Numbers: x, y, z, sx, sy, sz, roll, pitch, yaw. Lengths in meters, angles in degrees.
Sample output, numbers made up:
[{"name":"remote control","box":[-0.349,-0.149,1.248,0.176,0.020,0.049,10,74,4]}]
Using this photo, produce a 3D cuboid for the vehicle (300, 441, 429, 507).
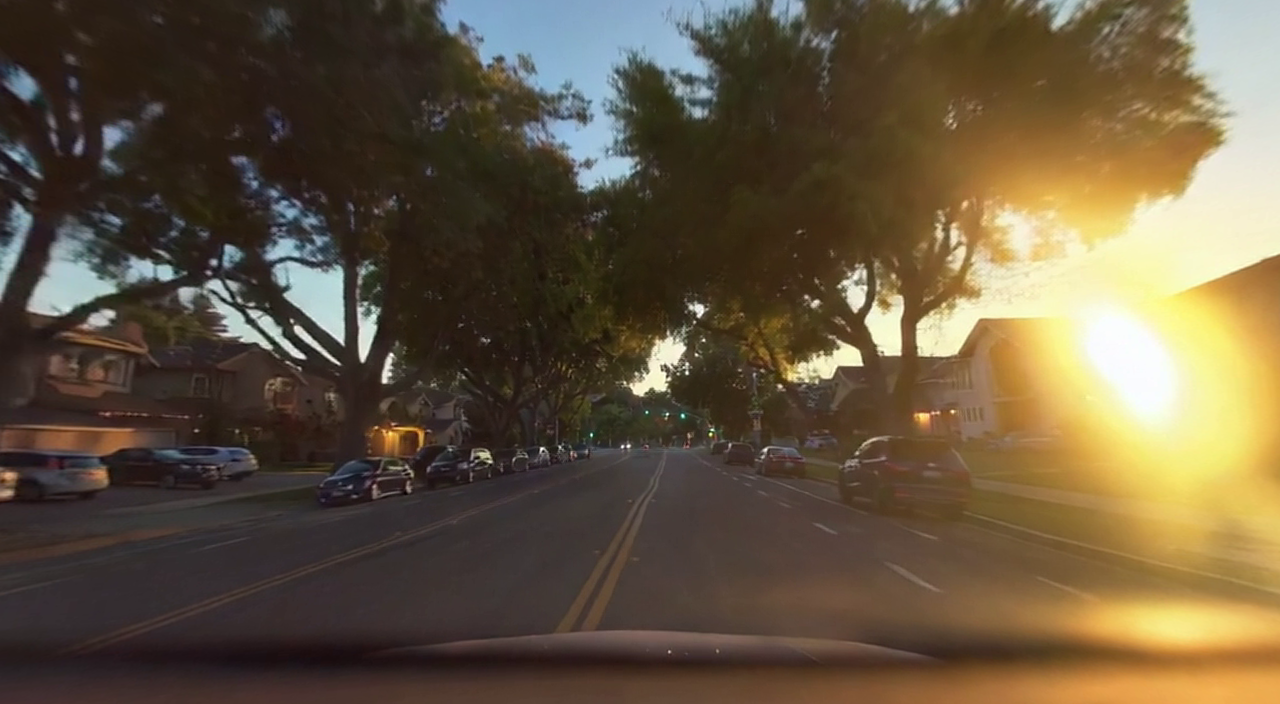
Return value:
[{"name":"vehicle","box":[-8.950,4.011,21.076,2.117,1.865,4.570,-2,-10,2]}]

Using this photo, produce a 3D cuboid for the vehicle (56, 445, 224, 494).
[{"name":"vehicle","box":[-17.339,4.068,22.055,4.206,1.578,1.913,0,-8,1]}]

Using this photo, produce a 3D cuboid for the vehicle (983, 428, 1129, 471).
[{"name":"vehicle","box":[15.401,3.641,23.613,3.966,1.500,1.998,-1,-8,4]}]

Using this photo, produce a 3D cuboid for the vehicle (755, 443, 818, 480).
[{"name":"vehicle","box":[6.452,4.866,28.364,1.908,1.477,4.920,0,-8,3]}]

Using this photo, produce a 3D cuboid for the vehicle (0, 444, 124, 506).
[{"name":"vehicle","box":[-17.449,3.482,17.765,4.282,1.559,1.929,-3,-10,4]}]

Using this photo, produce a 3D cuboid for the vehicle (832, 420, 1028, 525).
[{"name":"vehicle","box":[5.993,2.540,13.887,2.215,1.886,4.577,0,-8,2]}]

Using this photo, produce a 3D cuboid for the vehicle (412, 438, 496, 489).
[{"name":"vehicle","box":[-8.541,5.120,29.513,2.225,2.037,5.158,-4,-8,2]}]

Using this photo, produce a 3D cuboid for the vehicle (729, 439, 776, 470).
[{"name":"vehicle","box":[6.511,5.987,37.173,2.155,1.668,4.425,0,-8,3]}]
